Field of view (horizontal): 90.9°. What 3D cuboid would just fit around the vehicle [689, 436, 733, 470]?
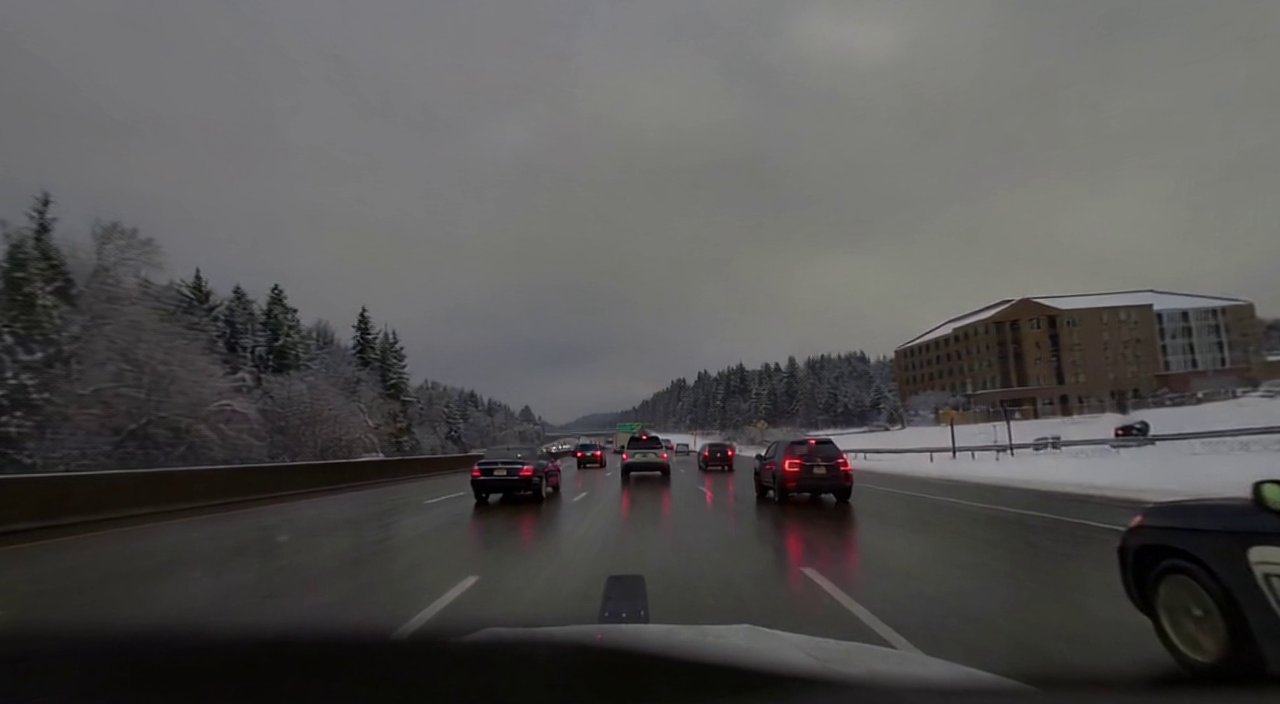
[{"bbox_3d":[4.072,5.836,36.658,2.039,1.832,3.989,0,-8,-1],"label":"vehicle"}]

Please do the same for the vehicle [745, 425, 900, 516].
[{"bbox_3d":[3.764,2.524,13.939,2.094,1.676,4.309,0,-8,0],"label":"vehicle"}]

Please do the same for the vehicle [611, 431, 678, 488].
[{"bbox_3d":[0.151,3.820,22.705,2.153,1.805,4.631,0,-8,0],"label":"vehicle"}]

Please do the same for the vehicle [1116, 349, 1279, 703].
[{"bbox_3d":[3.866,0.634,1.370,2.156,1.701,4.494,-1,-8,1],"label":"vehicle"}]

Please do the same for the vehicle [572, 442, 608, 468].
[{"bbox_3d":[-3.361,6.966,42.885,1.951,1.694,4.188,-1,-8,2],"label":"vehicle"}]

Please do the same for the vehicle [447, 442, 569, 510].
[{"bbox_3d":[-3.109,3.032,16.052,1.965,1.443,4.968,-1,-8,1],"label":"vehicle"}]
